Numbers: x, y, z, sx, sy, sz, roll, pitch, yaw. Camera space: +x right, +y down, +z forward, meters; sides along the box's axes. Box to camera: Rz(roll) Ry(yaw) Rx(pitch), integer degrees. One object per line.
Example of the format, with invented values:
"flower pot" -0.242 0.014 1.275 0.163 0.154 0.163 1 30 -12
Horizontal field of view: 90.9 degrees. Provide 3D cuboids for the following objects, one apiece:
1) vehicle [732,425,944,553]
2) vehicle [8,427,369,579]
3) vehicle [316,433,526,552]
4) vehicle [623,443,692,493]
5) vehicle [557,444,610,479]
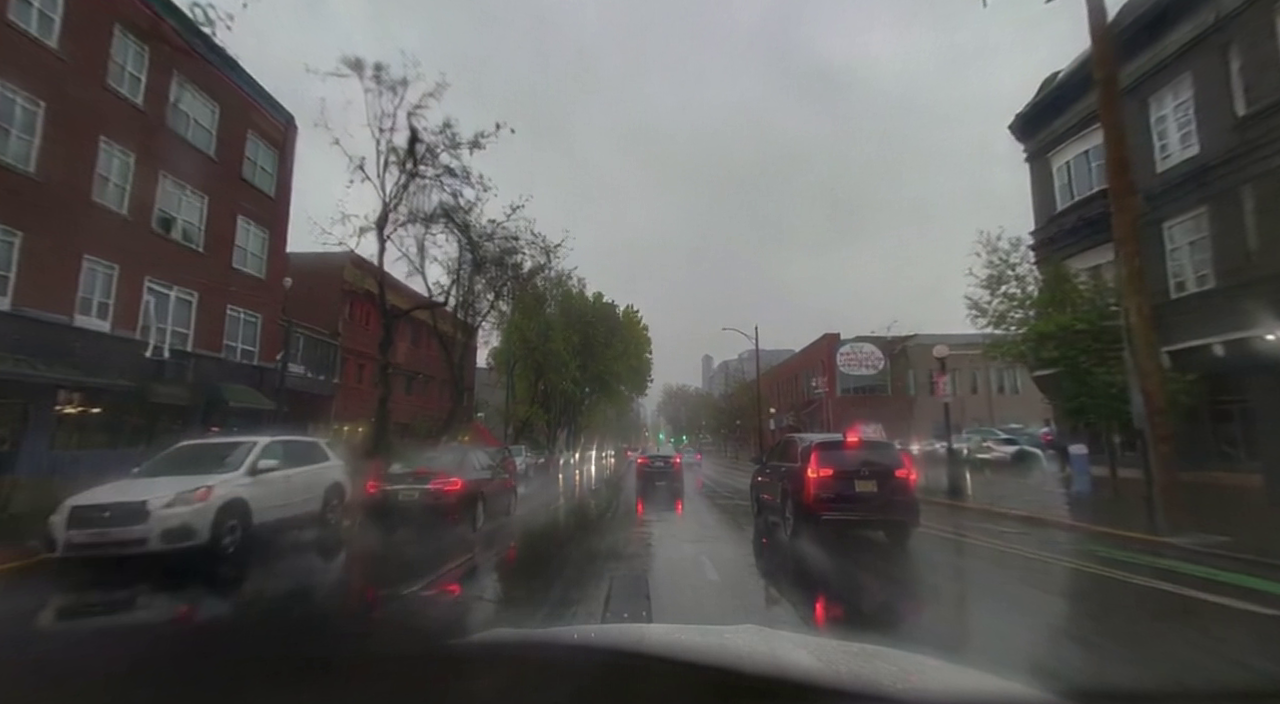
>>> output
"vehicle" 3.025 2.152 10.825 2.094 1.709 4.394 0 -7 -1
"vehicle" -6.175 2.029 9.497 2.093 1.724 4.333 -1 -7 2
"vehicle" -3.402 2.205 10.753 2.085 1.619 3.976 0 -7 1
"vehicle" 0.569 3.904 21.734 2.139 1.466 4.373 0 -7 0
"vehicle" -2.698 5.316 30.992 2.019 1.507 4.643 -1 -7 2
